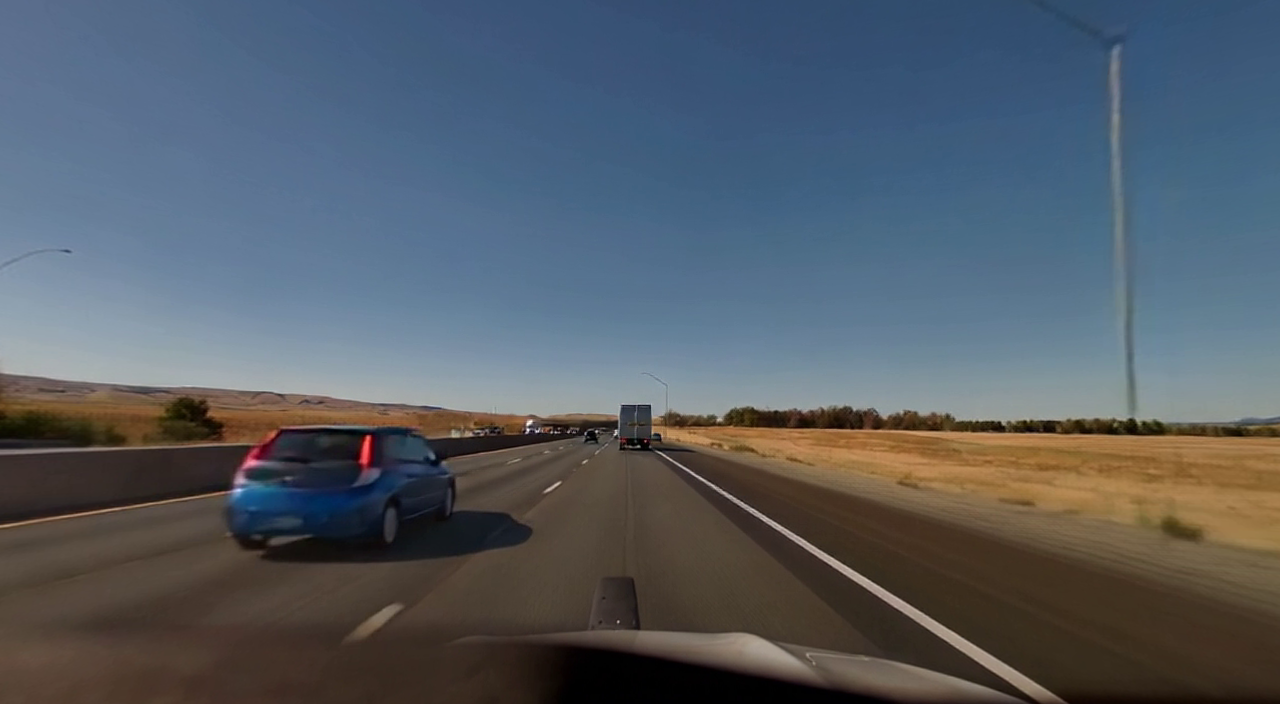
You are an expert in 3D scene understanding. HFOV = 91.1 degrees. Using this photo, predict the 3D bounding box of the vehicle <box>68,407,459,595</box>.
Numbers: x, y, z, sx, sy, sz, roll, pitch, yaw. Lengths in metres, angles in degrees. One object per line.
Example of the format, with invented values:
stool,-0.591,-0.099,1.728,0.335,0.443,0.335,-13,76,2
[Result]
vehicle,-3.616,1.470,7.117,1.955,1.508,3.996,0,-8,0

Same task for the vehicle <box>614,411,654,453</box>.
vehicle,-0.507,5.560,43.612,2.418,2.704,6.445,0,-8,-4
